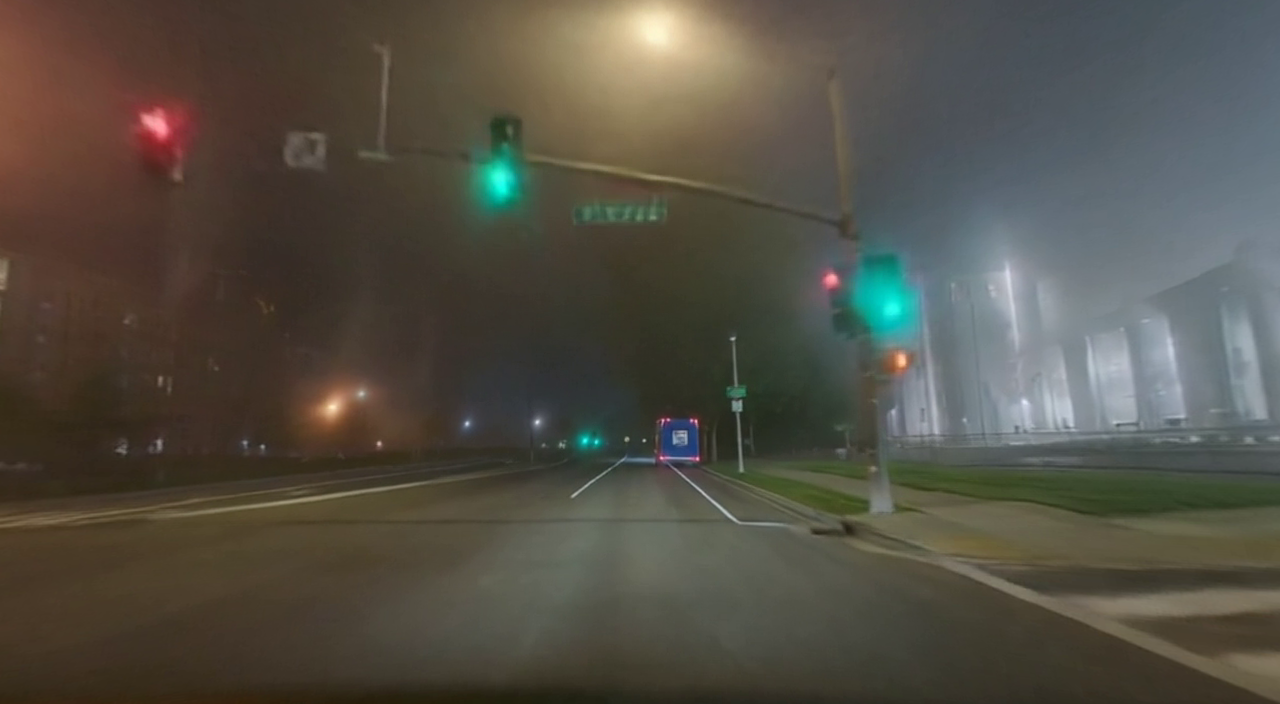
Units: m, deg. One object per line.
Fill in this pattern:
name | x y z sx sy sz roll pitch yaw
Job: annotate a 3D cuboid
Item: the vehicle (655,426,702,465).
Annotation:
vehicle | 2.260 5.733 38.817 2.514 2.218 5.013 0 -9 -1
